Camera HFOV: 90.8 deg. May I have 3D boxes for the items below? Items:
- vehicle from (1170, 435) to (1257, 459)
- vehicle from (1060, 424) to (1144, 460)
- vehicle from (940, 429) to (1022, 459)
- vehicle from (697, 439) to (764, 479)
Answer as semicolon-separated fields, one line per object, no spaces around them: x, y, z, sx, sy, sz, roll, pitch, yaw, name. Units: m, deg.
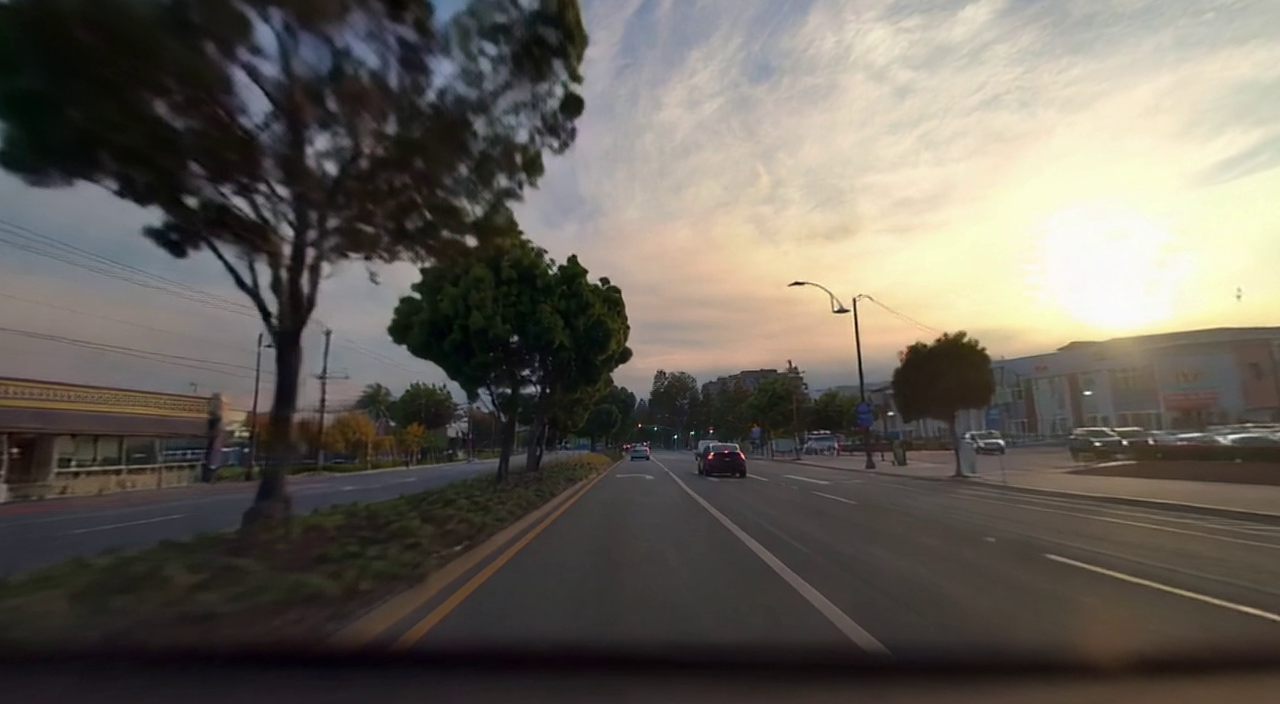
35.987;5.980;39.778;1.819;1.436;4.046;-1;-9;5;vehicle
28.783;5.647;39.591;2.501;2.045;5.267;-2;-9;17;vehicle
23.922;6.473;44.371;4.534;1.730;1.942;-13;-14;41;vehicle
3.595;4.343;25.880;1.983;1.482;4.463;0;-9;-2;vehicle
